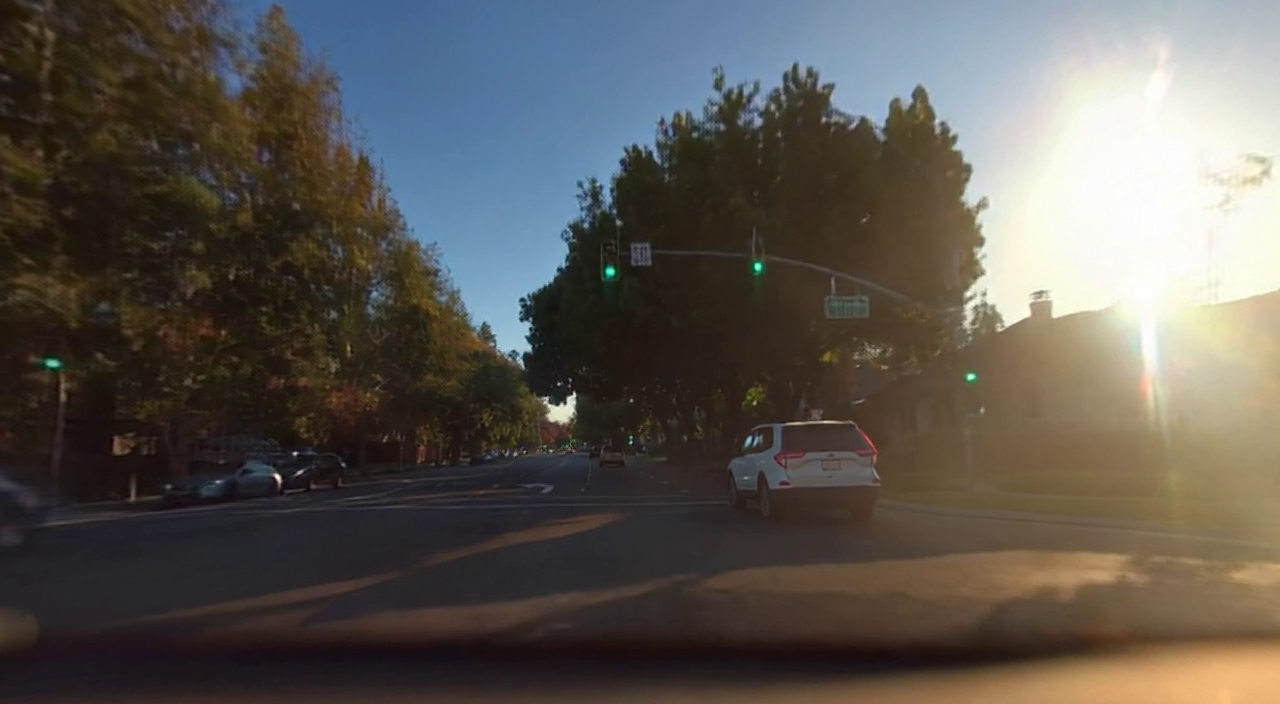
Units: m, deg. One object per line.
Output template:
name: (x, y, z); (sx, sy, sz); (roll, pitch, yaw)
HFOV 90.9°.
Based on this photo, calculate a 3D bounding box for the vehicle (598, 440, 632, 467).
vehicle: (-1.747, 6.838, 42.698); (2.138, 1.729, 4.178); (0, -8, -4)

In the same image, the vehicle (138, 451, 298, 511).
vehicle: (-13.263, 4.025, 20.253); (1.955, 1.509, 4.640); (-3, -8, 0)

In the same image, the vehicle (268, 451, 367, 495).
vehicle: (-13.198, 4.940, 26.122); (1.965, 1.416, 4.613); (-3, -8, -4)

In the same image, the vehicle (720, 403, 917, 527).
vehicle: (3.378, 2.280, 13.496); (2.338, 2.063, 5.592); (0, -8, -3)
